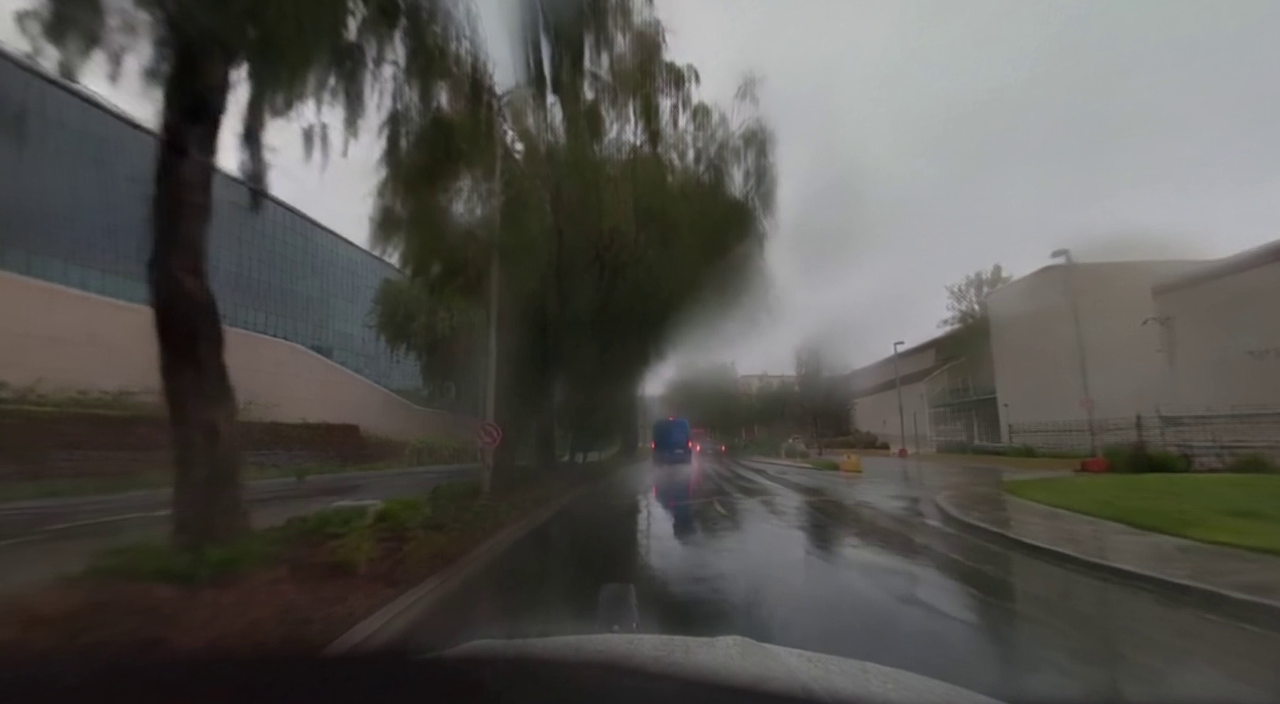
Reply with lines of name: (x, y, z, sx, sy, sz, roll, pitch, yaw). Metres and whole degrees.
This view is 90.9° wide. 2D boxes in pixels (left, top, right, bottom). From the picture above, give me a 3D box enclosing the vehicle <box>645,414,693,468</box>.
vehicle: (1.763, 5.087, 36.054, 2.435, 2.816, 5.232, -1, -8, 6)
